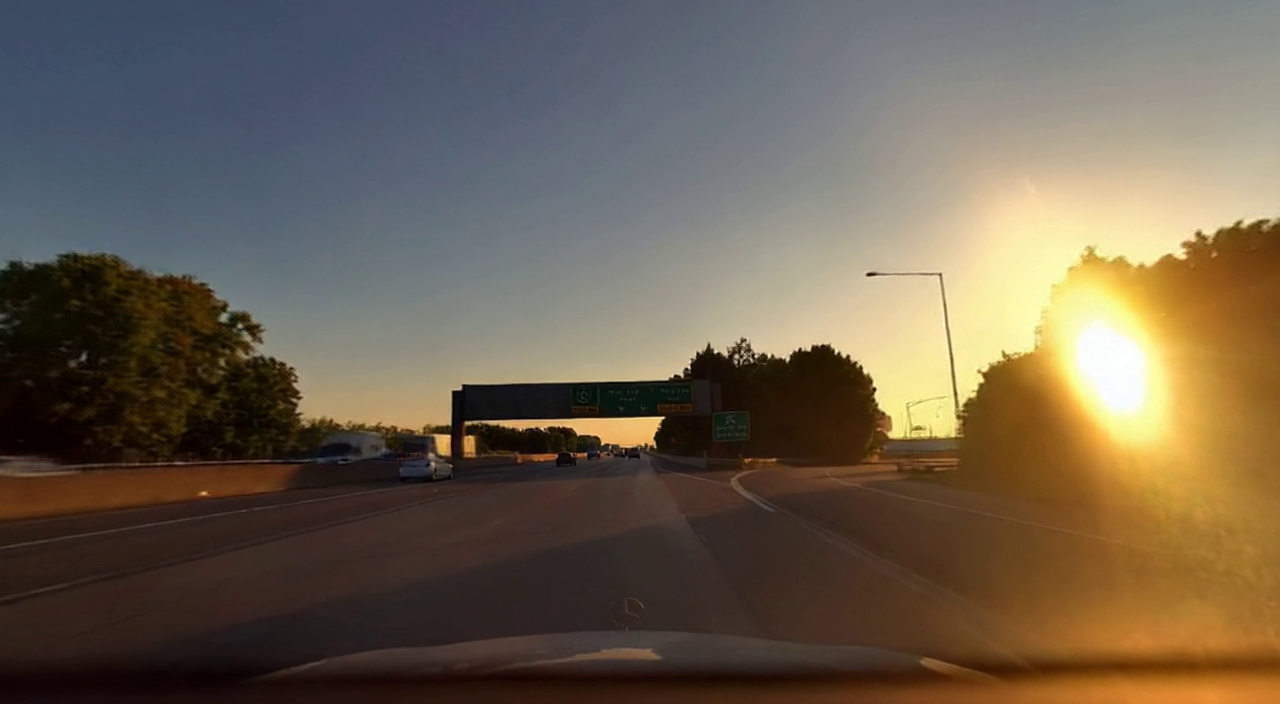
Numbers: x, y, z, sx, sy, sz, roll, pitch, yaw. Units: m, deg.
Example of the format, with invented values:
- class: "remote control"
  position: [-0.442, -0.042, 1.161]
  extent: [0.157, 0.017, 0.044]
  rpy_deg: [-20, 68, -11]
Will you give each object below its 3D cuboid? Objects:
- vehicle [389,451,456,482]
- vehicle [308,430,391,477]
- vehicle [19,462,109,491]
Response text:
- class: "vehicle"
  position: [-11.426, 6.008, 33.497]
  extent: [1.981, 1.503, 4.207]
  rpy_deg: [0, -9, 1]
- class: "vehicle"
  position: [-19.454, 6.833, 42.710]
  extent: [2.503, 2.882, 6.369]
  rpy_deg: [0, -9, 0]
- class: "vehicle"
  position: [-38.662, 8.337, 42.565]
  extent: [1.998, 1.707, 5.242]
  rpy_deg: [1, -9, -12]
